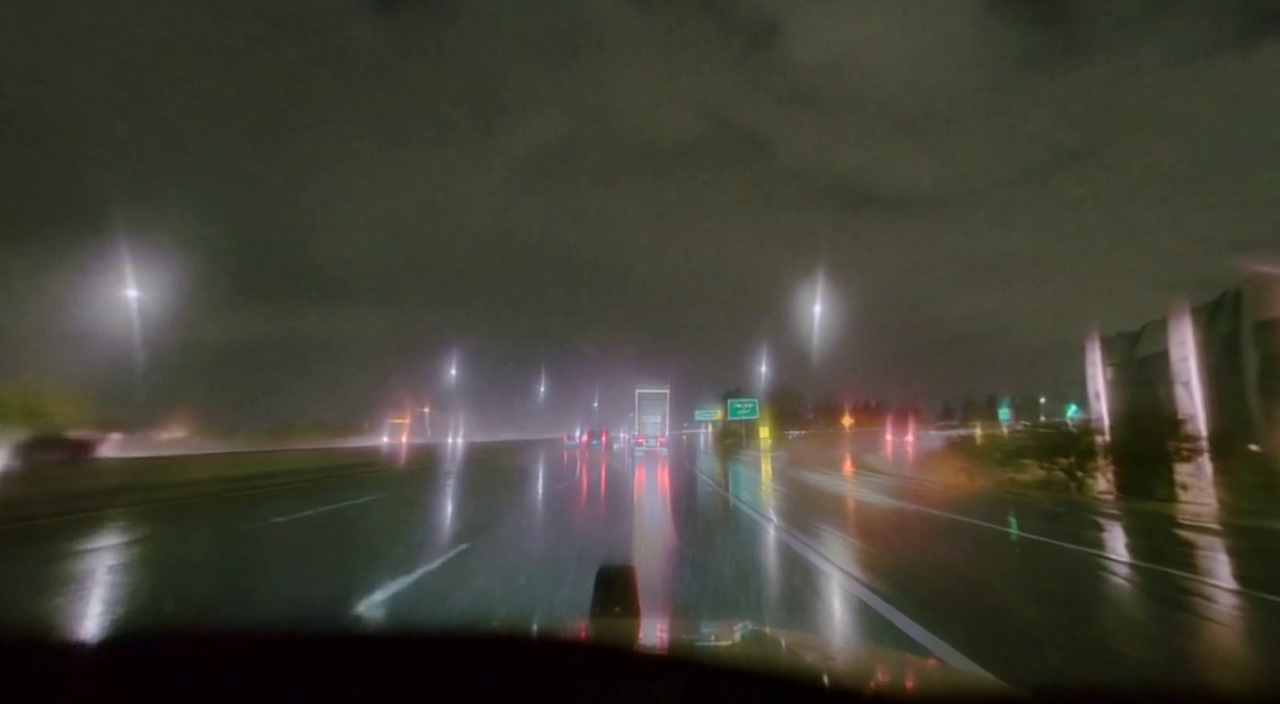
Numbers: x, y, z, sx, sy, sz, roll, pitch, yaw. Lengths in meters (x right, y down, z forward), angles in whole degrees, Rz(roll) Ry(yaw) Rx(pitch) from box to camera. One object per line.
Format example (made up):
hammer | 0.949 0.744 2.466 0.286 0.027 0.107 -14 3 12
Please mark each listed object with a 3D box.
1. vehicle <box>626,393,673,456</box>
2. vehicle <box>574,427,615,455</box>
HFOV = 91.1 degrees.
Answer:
vehicle | 0.819 5.350 45.769 3.024 4.019 10.605 0 -8 2
vehicle | -2.962 5.941 42.150 2.119 1.787 4.655 0 -8 3
